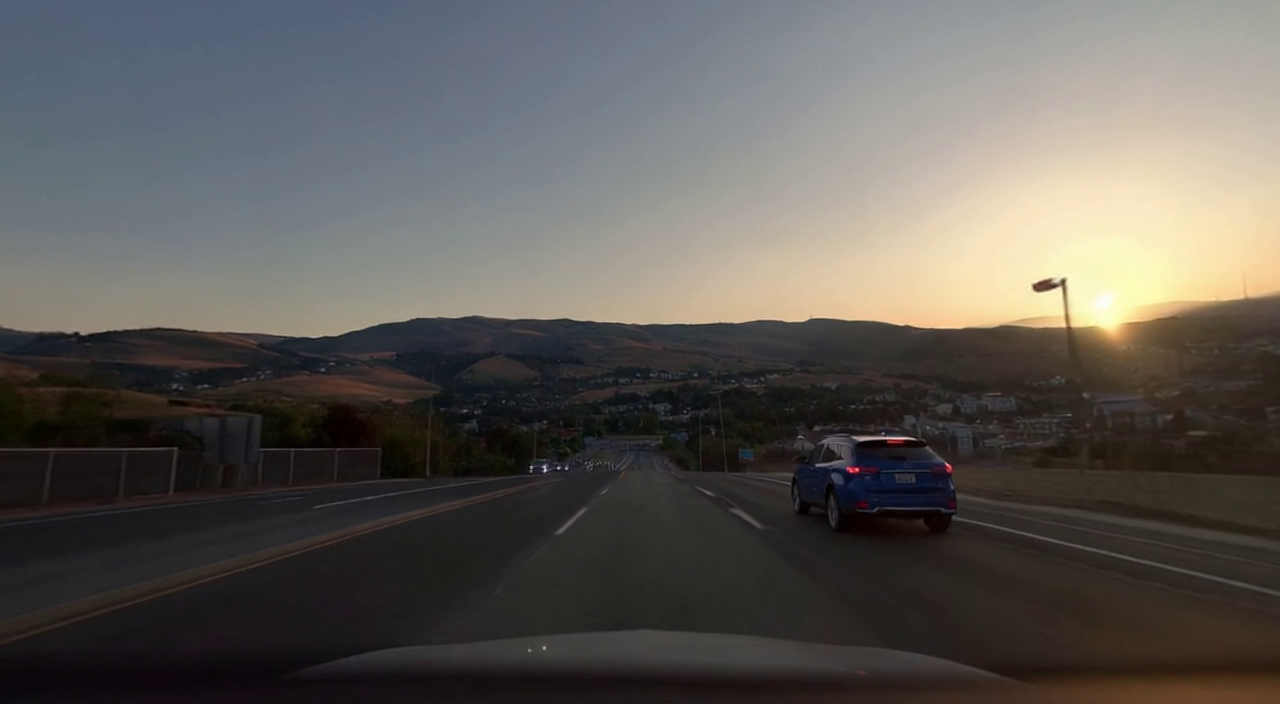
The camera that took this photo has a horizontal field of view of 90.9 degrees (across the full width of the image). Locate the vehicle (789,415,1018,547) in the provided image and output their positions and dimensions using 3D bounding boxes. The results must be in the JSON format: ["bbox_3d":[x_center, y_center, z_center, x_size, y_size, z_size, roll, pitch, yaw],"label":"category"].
[{"bbox_3d":[4.003,2.031,10.563,1.989,1.730,4.324,0,-8,1],"label":"vehicle"}]
